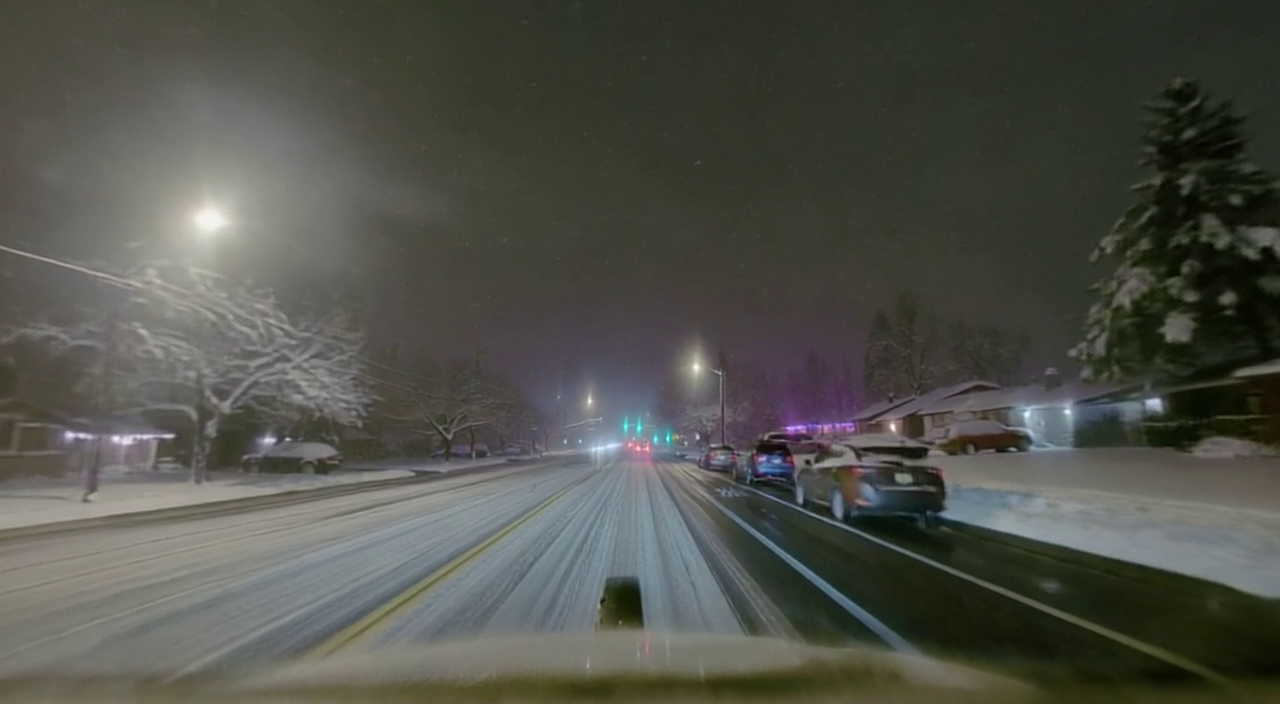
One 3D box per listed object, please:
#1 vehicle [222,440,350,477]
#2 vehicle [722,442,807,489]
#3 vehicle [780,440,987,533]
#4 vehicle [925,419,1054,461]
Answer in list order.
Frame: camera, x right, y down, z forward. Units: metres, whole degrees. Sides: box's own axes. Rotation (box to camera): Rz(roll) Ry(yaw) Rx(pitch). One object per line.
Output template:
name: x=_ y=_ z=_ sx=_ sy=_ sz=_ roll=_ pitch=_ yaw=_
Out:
vehicle: x=-19.383 y=5.843 z=34.675 sx=5.684 sy=1.934 sz=2.217 roll=0 pitch=-8 yaw=1
vehicle: x=4.390 y=4.059 z=23.018 sx=1.999 sy=1.512 sz=4.826 roll=0 pitch=-8 yaw=-2
vehicle: x=4.514 y=2.547 z=12.761 sx=1.968 sy=1.467 sz=5.107 roll=0 pitch=-8 yaw=-2
vehicle: x=18.162 y=4.580 z=32.859 sx=5.481 sy=1.869 sz=2.195 roll=-2 pitch=-8 yaw=-7
